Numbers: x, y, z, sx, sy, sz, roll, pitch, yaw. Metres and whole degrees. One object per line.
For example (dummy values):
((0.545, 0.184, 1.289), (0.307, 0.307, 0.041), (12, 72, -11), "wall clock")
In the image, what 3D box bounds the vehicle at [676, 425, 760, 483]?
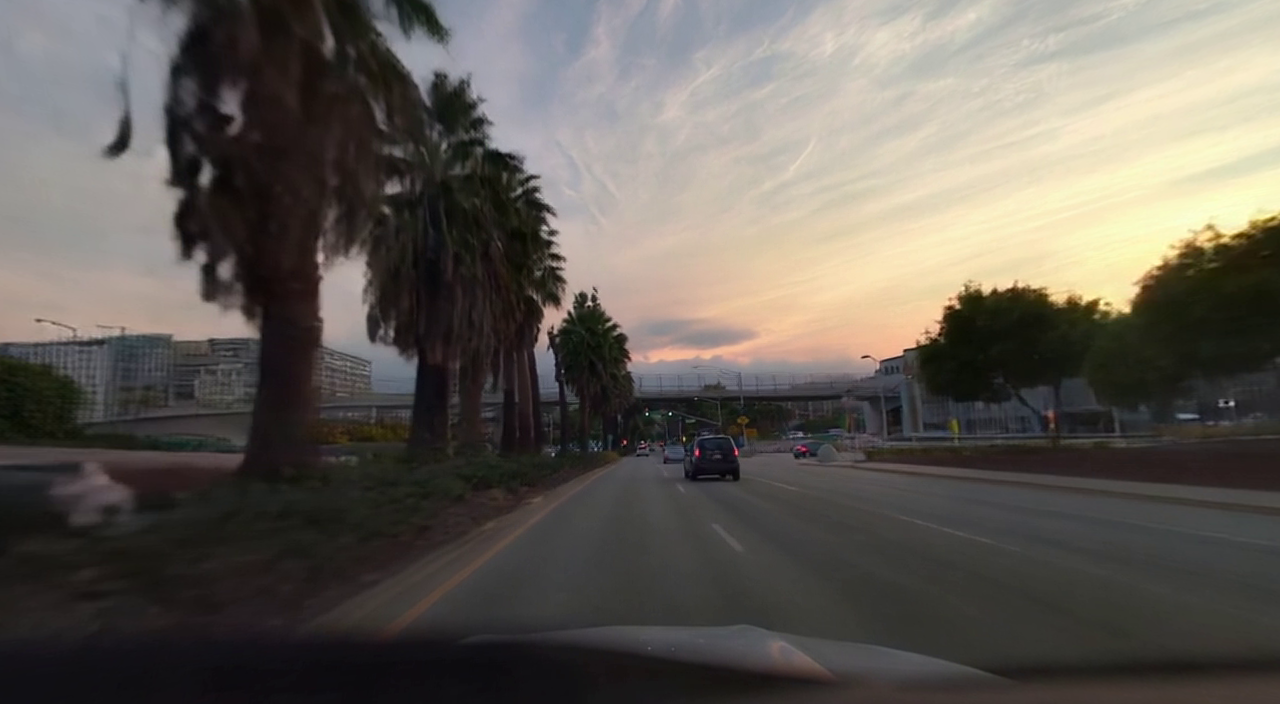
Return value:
((2.865, 3.962, 24.768), (2.559, 2.017, 5.562), (0, -8, -1), "vehicle")

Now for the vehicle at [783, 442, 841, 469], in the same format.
((10.099, 6.102, 37.510), (1.989, 1.472, 5.054), (0, -9, -1), "vehicle")
